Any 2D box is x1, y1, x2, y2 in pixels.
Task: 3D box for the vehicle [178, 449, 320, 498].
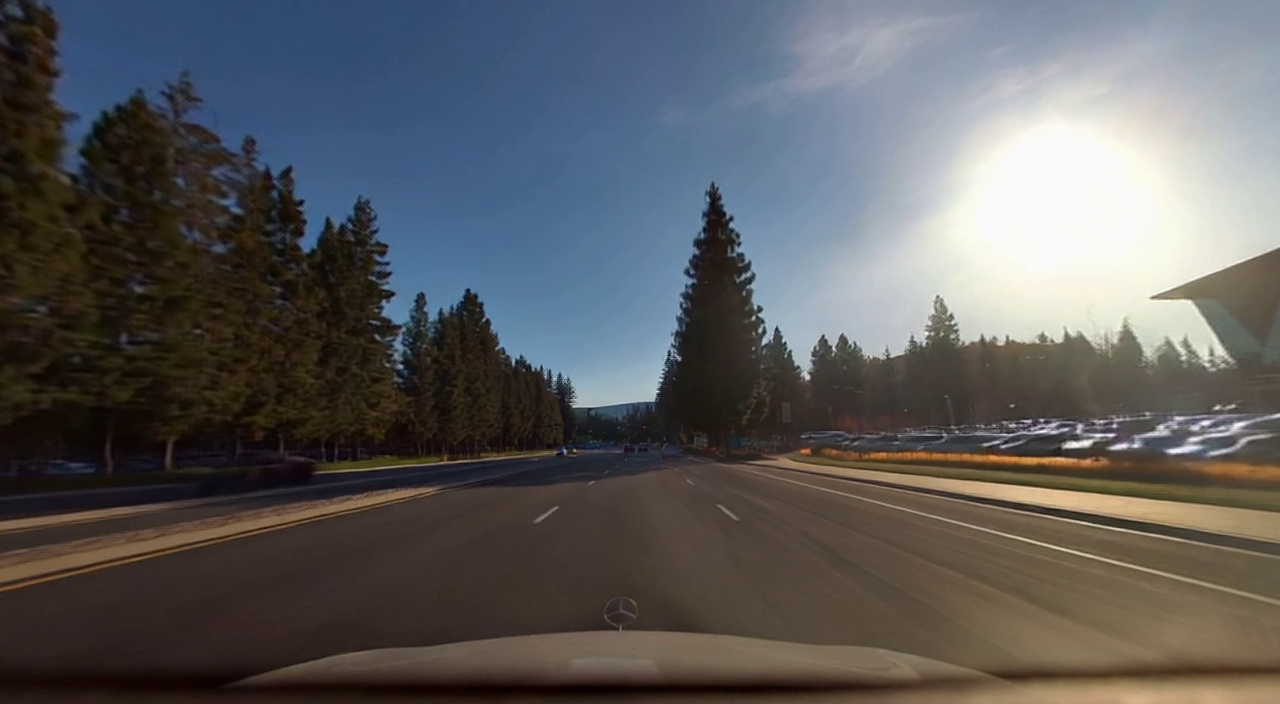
[{"bbox_3d":[-13.226,4.106,21.781,1.863,1.456,4.579,0,-8,1],"label":"vehicle"}]
